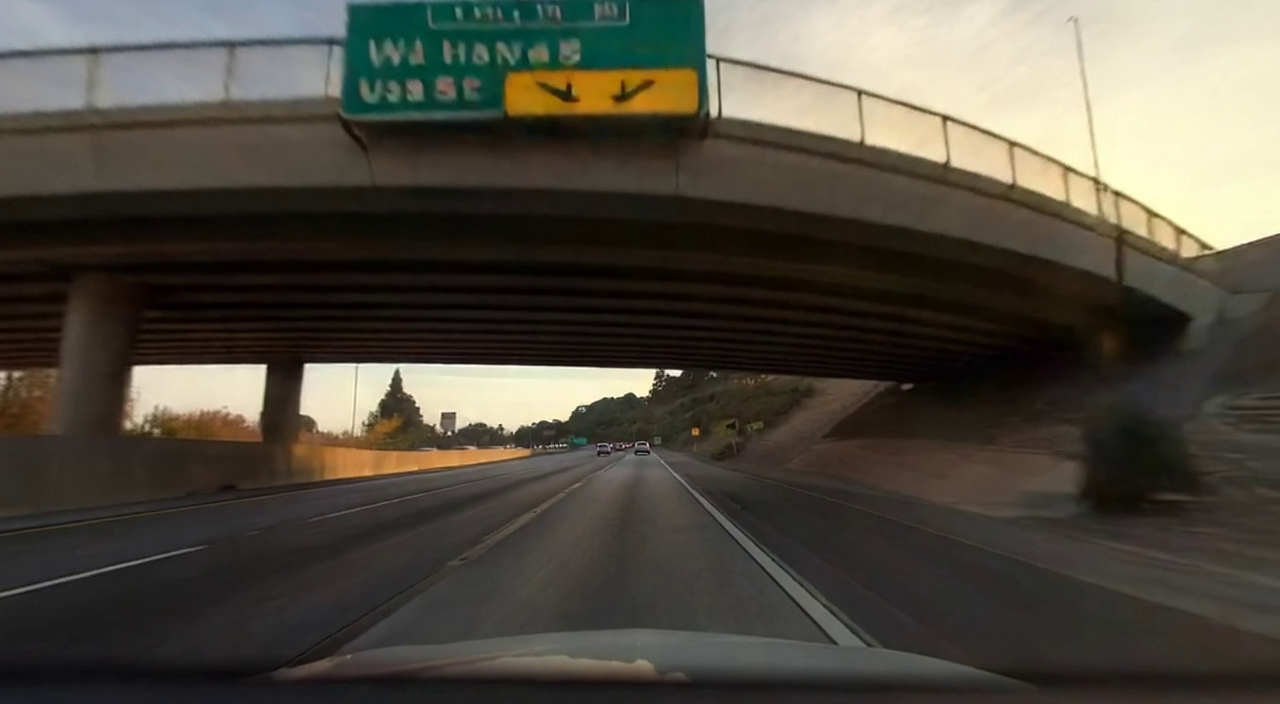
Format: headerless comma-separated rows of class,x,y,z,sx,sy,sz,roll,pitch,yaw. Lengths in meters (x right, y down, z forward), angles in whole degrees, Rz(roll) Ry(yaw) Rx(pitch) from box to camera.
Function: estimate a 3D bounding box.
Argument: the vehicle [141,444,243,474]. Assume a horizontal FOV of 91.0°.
vehicle,-32.359,7.731,45.849,2.455,2.029,6.614,0,-9,2
